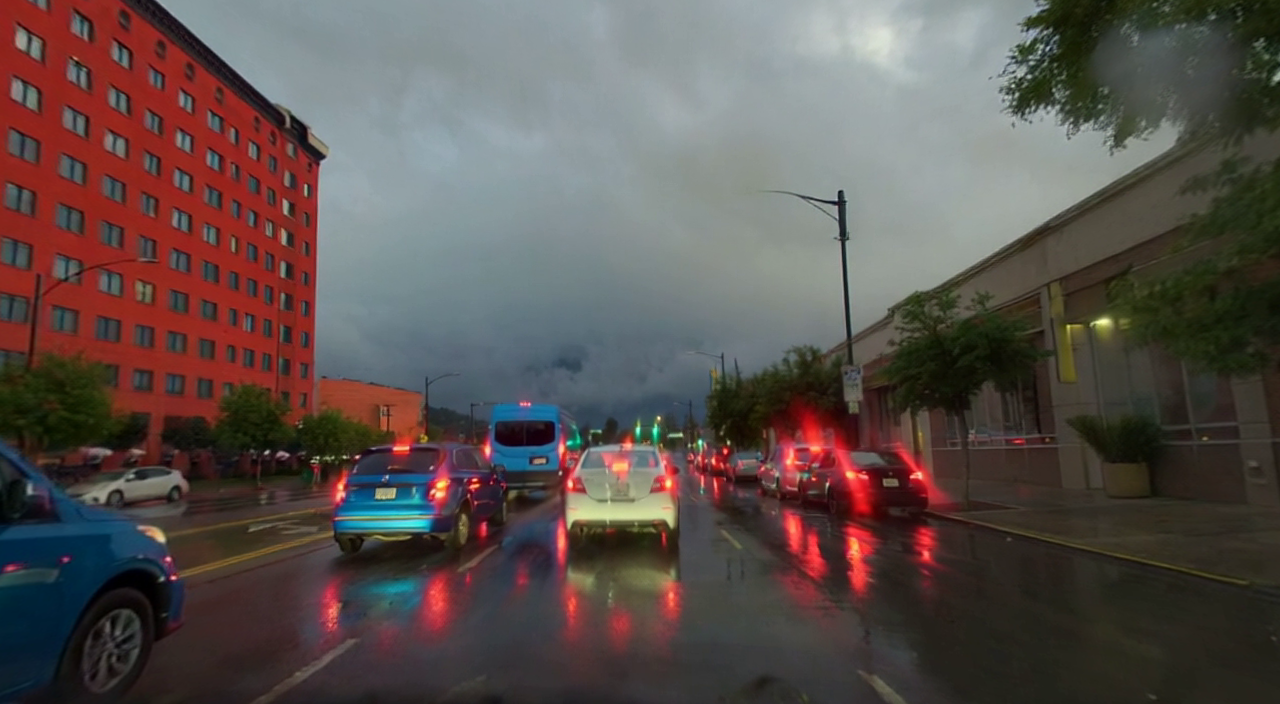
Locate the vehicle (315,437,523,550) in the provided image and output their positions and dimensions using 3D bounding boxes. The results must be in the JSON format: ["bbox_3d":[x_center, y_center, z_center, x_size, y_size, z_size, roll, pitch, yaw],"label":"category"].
[{"bbox_3d":[-3.527,2.328,11.106,1.995,1.554,4.426,0,-9,1],"label":"vehicle"}]

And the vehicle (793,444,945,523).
[{"bbox_3d":[4.910,2.855,14.199,1.832,1.491,4.054,1,-9,-1],"label":"vehicle"}]

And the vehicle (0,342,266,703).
[{"bbox_3d":[-3.723,0.752,1.979,2.140,1.768,4.685,0,-9,1],"label":"vehicle"}]

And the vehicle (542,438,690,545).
[{"bbox_3d":[-0.362,2.343,11.261,2.152,1.518,4.113,0,-9,-1],"label":"vehicle"}]
